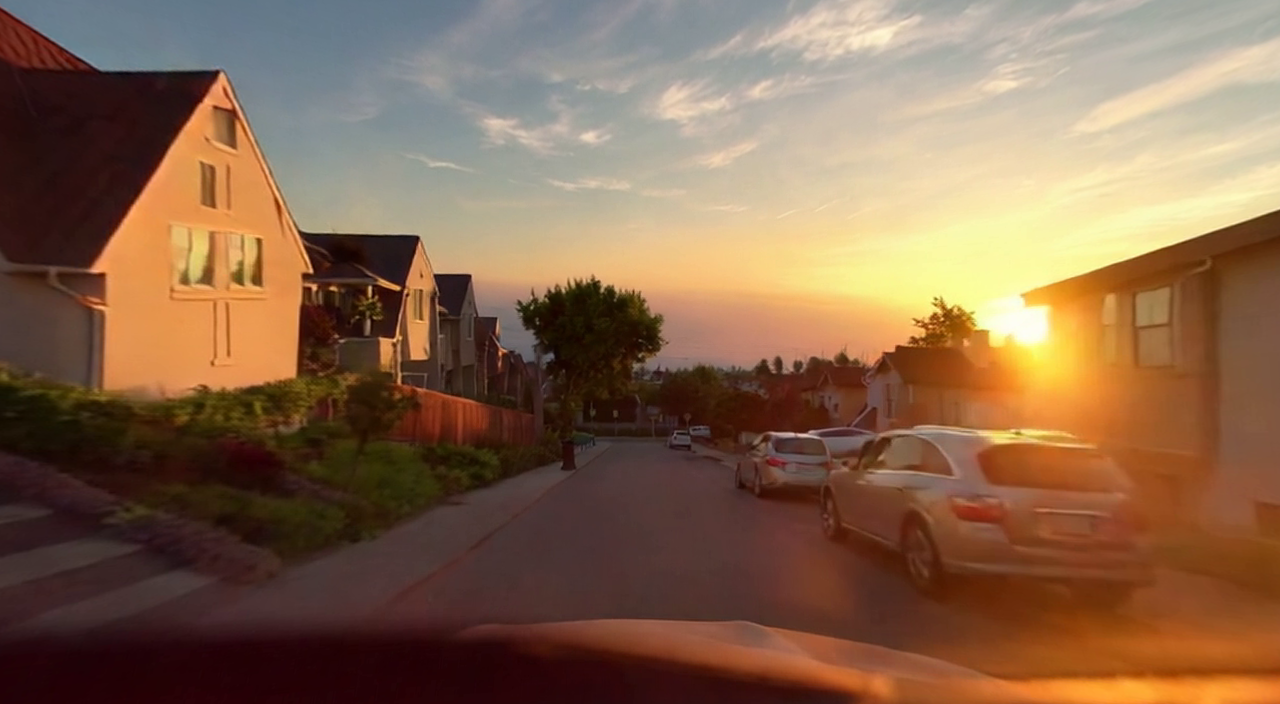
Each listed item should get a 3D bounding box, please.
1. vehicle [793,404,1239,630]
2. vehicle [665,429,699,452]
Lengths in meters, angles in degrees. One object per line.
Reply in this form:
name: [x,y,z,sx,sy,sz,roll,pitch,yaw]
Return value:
vehicle: [3.263,1.451,6.855,2.006,1.603,4.553,0,-7,-1]
vehicle: [2.929,6.197,44.461,1.955,1.498,4.046,0,-7,-3]
